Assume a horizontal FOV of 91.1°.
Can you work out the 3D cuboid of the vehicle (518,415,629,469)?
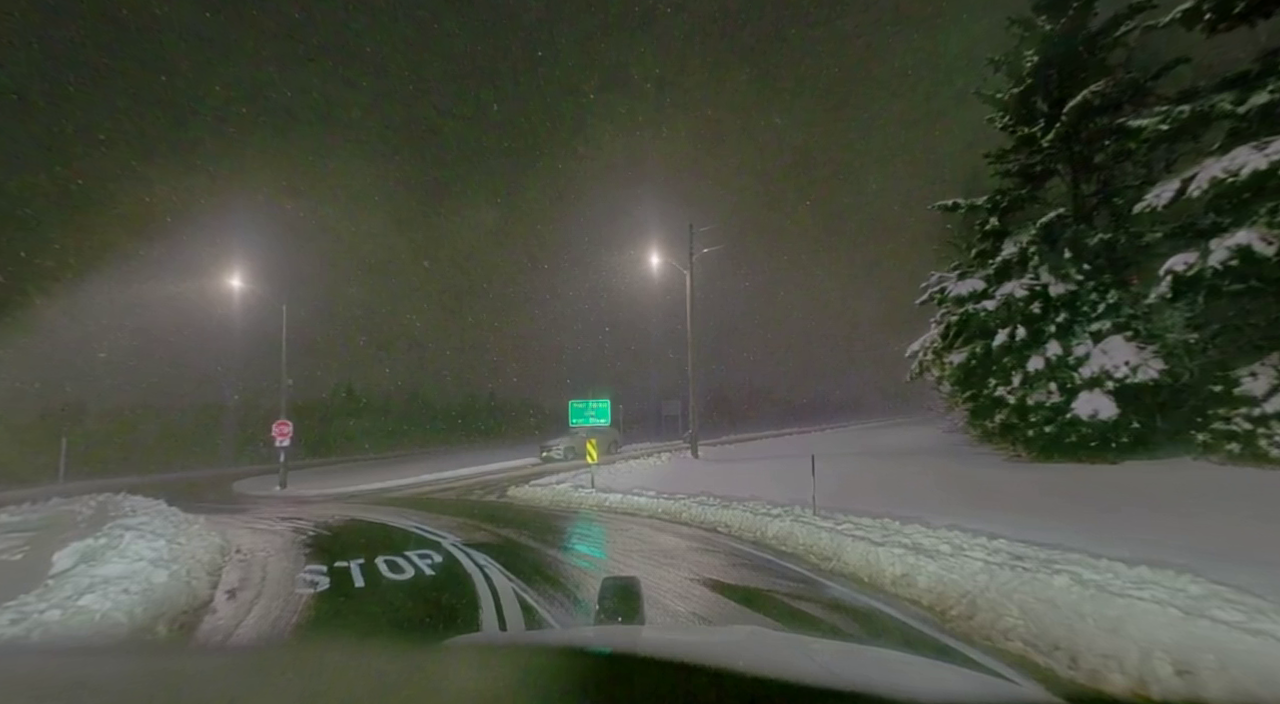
[{"bbox_3d":[-2.732,3.770,26.606,1.914,1.574,4.403,-11,-6,41],"label":"vehicle"}]
